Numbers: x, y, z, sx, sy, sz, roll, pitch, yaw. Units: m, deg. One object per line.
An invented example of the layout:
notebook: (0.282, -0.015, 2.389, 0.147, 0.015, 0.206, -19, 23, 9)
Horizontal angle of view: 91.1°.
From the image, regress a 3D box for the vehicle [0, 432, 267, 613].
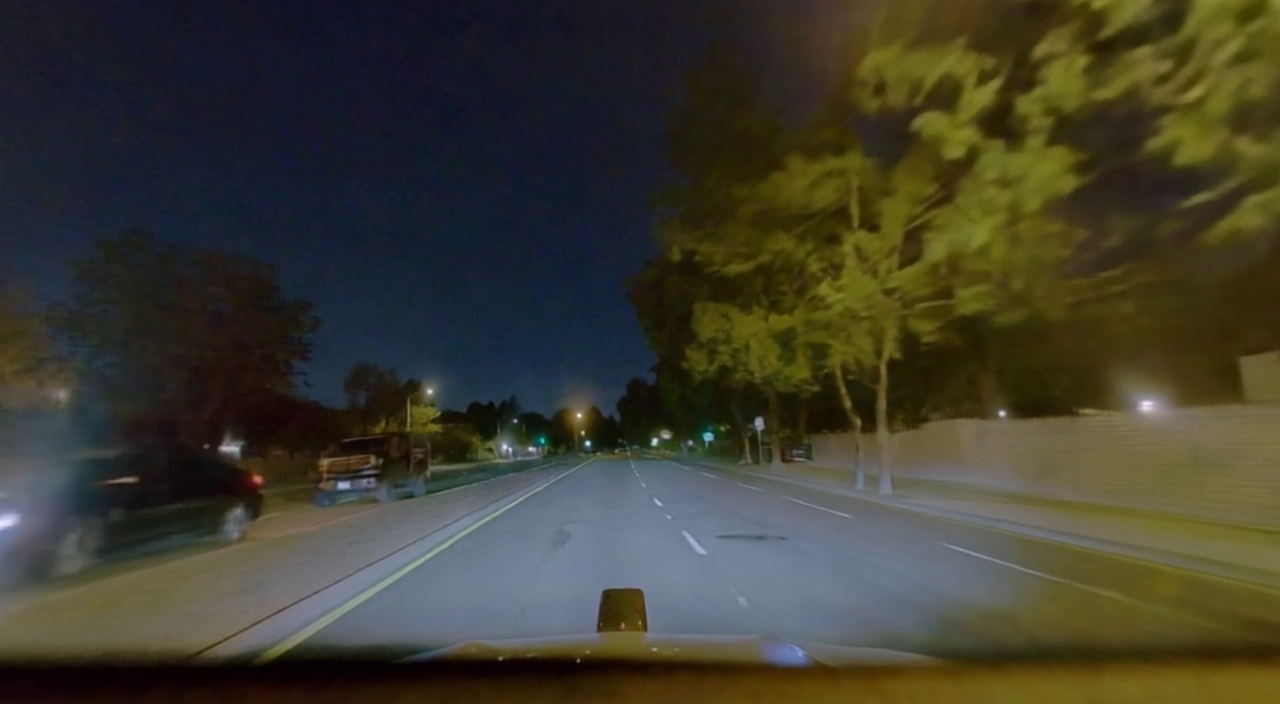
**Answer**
vehicle: (-6.241, 1.626, 6.767, 1.888, 1.476, 4.286, 0, -8, -2)

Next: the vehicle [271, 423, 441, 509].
vehicle: (-6.809, 2.764, 15.808, 2.196, 1.809, 4.857, 1, -8, -3)
